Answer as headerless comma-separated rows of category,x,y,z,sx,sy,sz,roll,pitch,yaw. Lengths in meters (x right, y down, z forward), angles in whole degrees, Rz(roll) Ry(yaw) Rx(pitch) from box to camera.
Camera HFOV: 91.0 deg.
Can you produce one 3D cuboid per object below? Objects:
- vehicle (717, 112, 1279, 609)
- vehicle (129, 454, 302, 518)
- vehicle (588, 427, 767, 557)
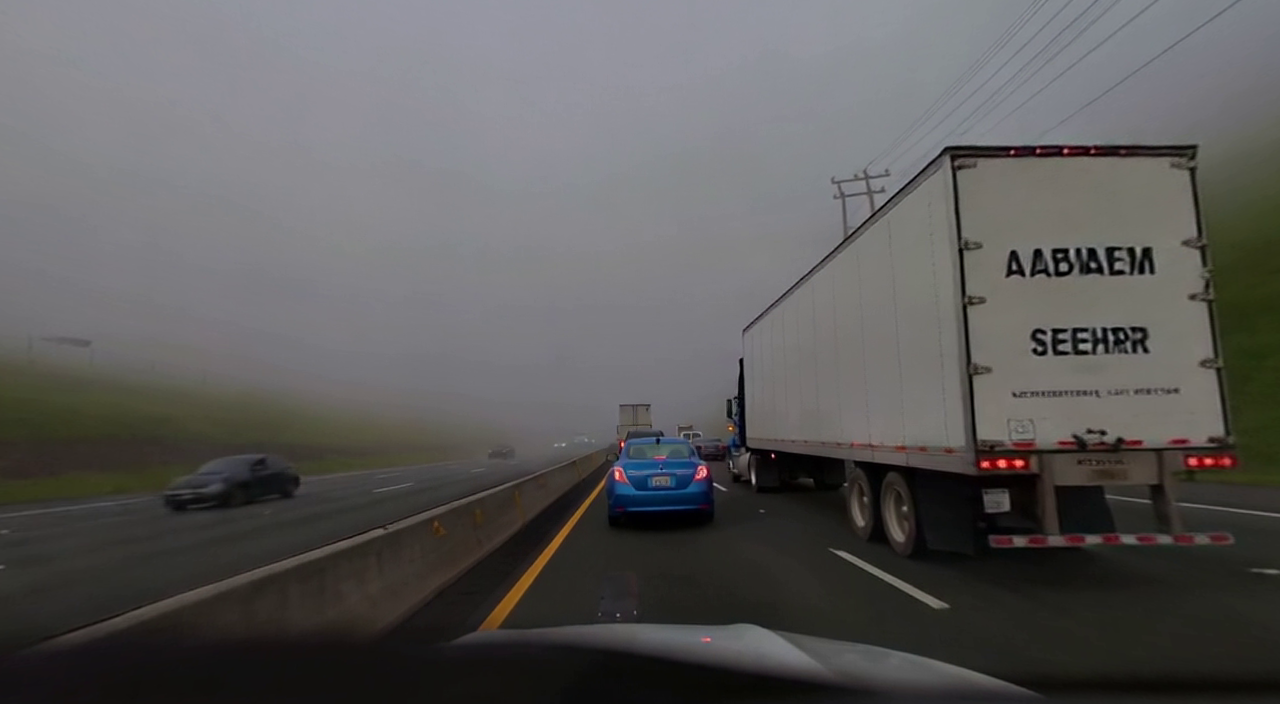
vehicle,4.198,0.944,12.220,3.138,4.065,14.276,0,-8,-2
vehicle,-11.786,3.703,17.938,1.868,1.468,4.446,-1,-8,0
vehicle,0.358,1.855,9.058,2.045,1.446,3.597,0,-8,-2
